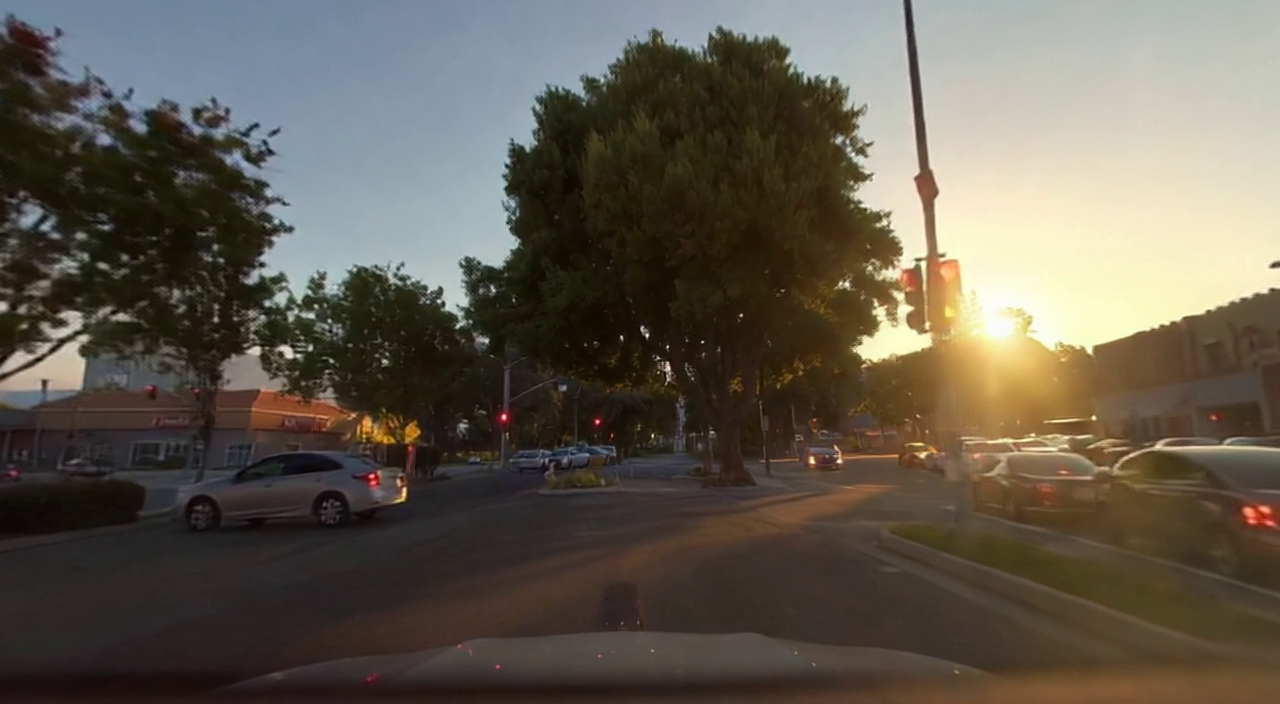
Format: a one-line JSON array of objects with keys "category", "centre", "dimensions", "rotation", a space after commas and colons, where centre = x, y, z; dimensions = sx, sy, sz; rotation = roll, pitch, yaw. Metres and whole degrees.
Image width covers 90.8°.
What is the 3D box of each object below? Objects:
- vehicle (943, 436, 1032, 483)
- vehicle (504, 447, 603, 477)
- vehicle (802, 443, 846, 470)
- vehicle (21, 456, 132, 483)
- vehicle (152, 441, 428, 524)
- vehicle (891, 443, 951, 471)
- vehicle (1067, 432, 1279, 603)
[{"category": "vehicle", "centre": [13.628, 4.228, 25.076], "dimensions": [1.921, 1.657, 4.400], "rotation": [-2, -9, 14]}, {"category": "vehicle", "centre": [-4.621, 5.907, 34.118], "dimensions": [4.792, 1.468, 2.116], "rotation": [-2, -9, 14]}, {"category": "vehicle", "centre": [11.152, 6.347, 38.594], "dimensions": [2.061, 1.519, 4.794], "rotation": [-1, -8, 10]}, {"category": "vehicle", "centre": [-34.829, 7.241, 39.224], "dimensions": [1.840, 1.451, 4.657], "rotation": [-4, -10, 26]}, {"category": "vehicle", "centre": [-6.716, 2.520, 12.470], "dimensions": [4.376, 1.476, 1.791], "rotation": [0, -9, 2]}, {"category": "vehicle", "centre": [16.229, 6.068, 36.739], "dimensions": [1.951, 1.491, 4.359], "rotation": [-1, -9, 7]}, {"category": "vehicle", "centre": [6.893, 1.694, 7.099], "dimensions": [1.867, 1.479, 4.452], "rotation": [-2, -9, 12]}]
